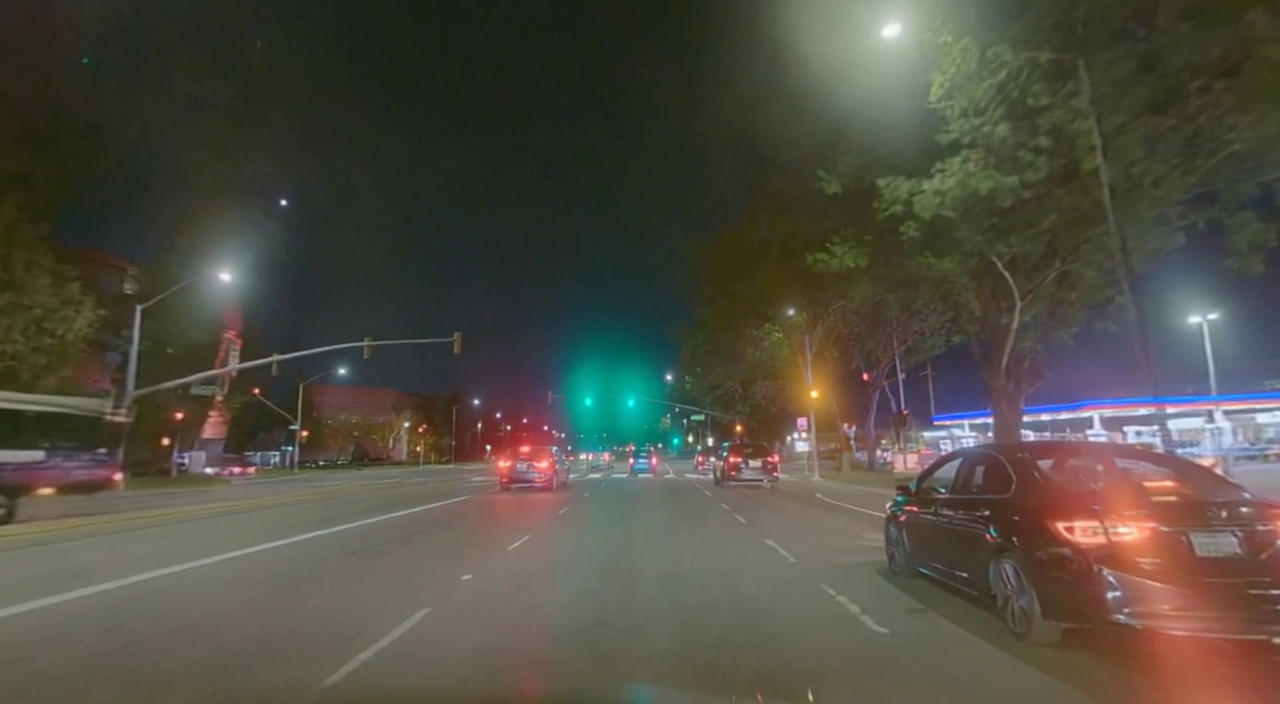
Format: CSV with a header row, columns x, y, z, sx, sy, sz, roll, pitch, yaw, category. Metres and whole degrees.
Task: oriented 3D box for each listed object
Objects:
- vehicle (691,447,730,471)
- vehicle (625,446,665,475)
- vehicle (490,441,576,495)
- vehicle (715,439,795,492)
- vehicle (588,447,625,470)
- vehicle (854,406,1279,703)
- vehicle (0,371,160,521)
x,y,z,sx,sy,sz,roll,pitch,yaw,category
4.701,7.198,42.692,2.174,1.462,4.400,0,-8,1,vehicle
0.285,5.955,34.907,2.104,1.477,4.591,0,-8,1,vehicle
-3.460,3.810,21.156,2.023,1.607,4.086,-1,-8,2,vehicle
3.989,4.010,22.599,2.022,1.683,4.171,0,-8,0,vehicle
-2.262,7.380,43.880,2.192,1.463,4.211,-1,-8,2,vehicle
3.542,1.327,4.978,2.038,1.499,4.868,0,-8,1,vehicle
-16.088,2.173,14.512,2.856,3.384,9.039,0,-9,0,vehicle
